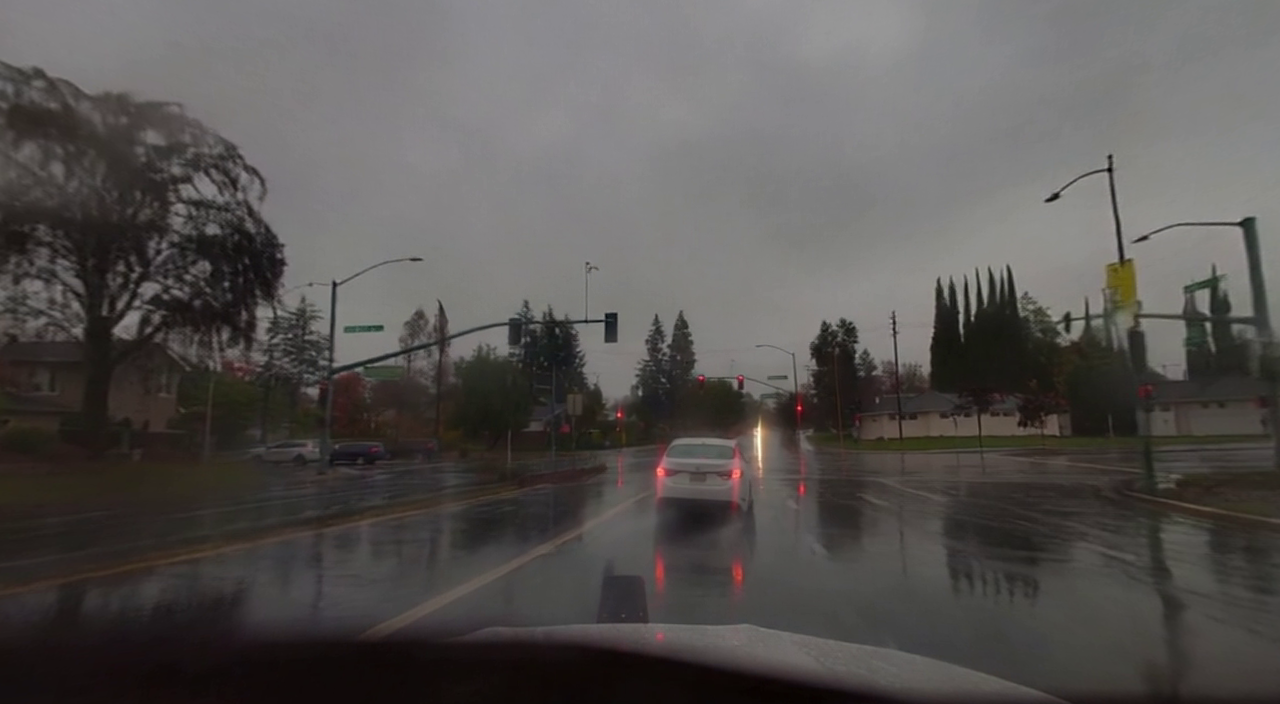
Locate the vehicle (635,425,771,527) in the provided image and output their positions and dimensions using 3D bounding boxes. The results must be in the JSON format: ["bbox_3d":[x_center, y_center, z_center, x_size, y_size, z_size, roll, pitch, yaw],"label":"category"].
[{"bbox_3d":[1.398,2.308,12.373,2.139,1.564,4.901,-1,-9,10],"label":"vehicle"}]

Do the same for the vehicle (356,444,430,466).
[{"bbox_3d":[-17.293,7.183,43.924,4.735,1.472,1.932,-4,-9,23],"label":"vehicle"}]
